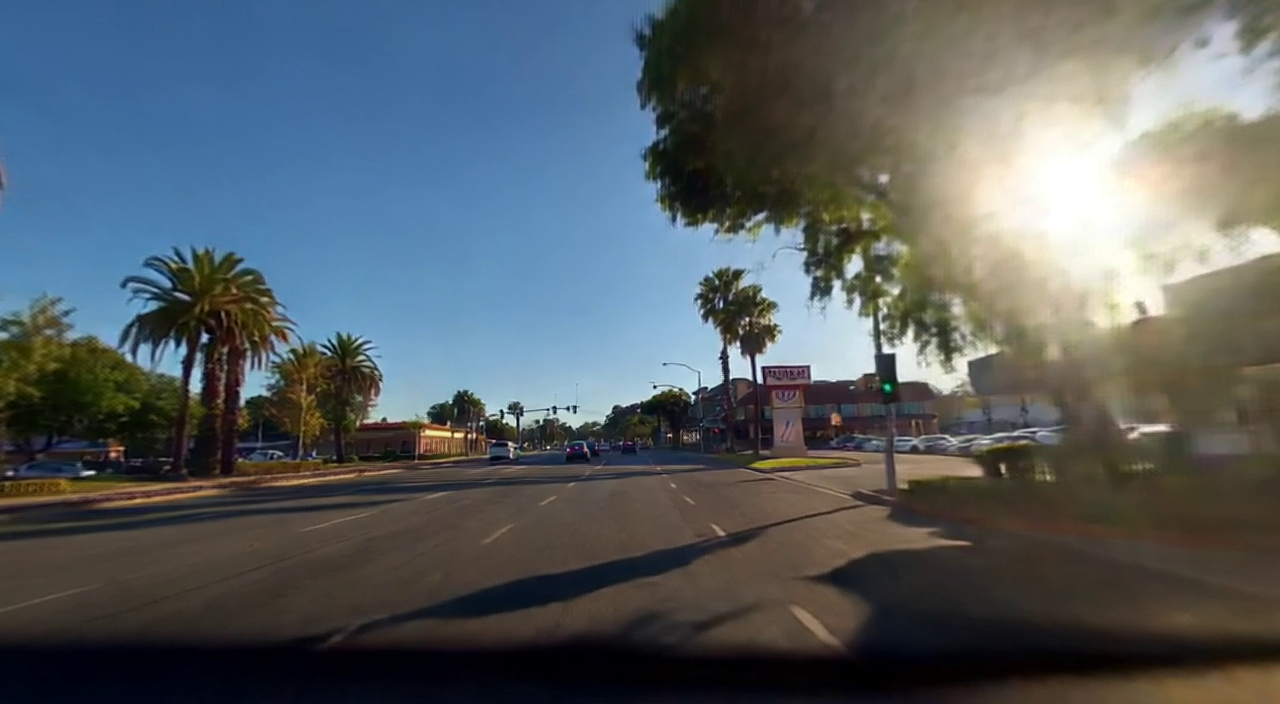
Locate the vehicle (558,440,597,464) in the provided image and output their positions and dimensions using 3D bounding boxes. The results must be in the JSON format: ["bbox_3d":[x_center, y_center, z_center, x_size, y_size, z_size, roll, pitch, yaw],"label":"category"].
[{"bbox_3d":[-4.043,6.575,41.514,2.181,1.483,4.123,0,-9,-1],"label":"vehicle"}]

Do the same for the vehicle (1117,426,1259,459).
[{"bbox_3d":[27.097,4.541,31.499,4.809,1.499,2.130,-4,-9,23],"label":"vehicle"}]

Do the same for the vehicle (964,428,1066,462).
[{"bbox_3d":[20.496,5.138,34.775,4.548,1.741,1.971,-4,-10,25],"label":"vehicle"}]

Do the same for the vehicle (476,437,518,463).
[{"bbox_3d":[-10.425,7.175,46.344,2.022,1.746,4.406,0,-9,0],"label":"vehicle"}]
